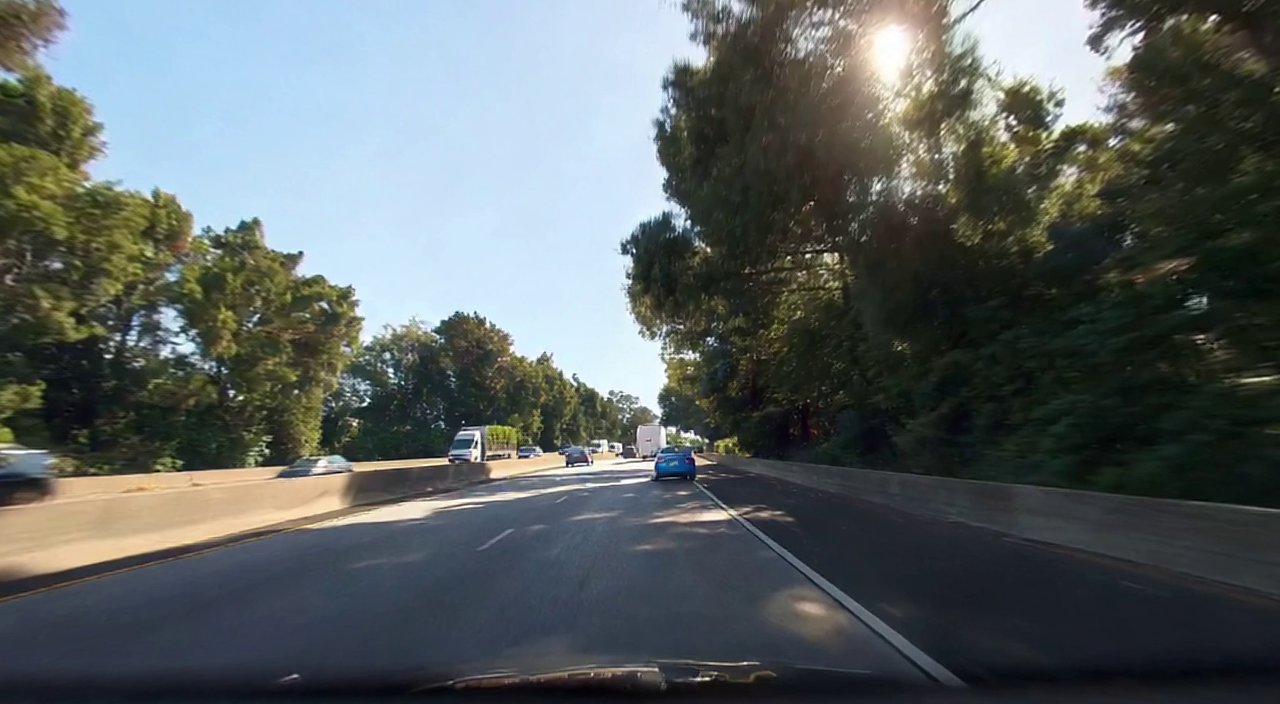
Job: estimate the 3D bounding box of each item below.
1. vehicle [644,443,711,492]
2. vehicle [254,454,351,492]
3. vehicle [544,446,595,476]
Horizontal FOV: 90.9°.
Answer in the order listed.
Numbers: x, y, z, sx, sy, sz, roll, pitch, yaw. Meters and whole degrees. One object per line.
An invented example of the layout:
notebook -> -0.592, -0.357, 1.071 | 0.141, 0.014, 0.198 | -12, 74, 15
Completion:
vehicle -> 1.161, 3.810, 21.074 | 2.012, 1.485, 3.649 | 0, -9, 0
vehicle -> -15.146, 5.434, 28.620 | 1.829, 1.492, 4.389 | -1, -9, 2
vehicle -> -3.713, 5.839, 34.002 | 2.100, 1.514, 4.794 | 0, -9, 1
